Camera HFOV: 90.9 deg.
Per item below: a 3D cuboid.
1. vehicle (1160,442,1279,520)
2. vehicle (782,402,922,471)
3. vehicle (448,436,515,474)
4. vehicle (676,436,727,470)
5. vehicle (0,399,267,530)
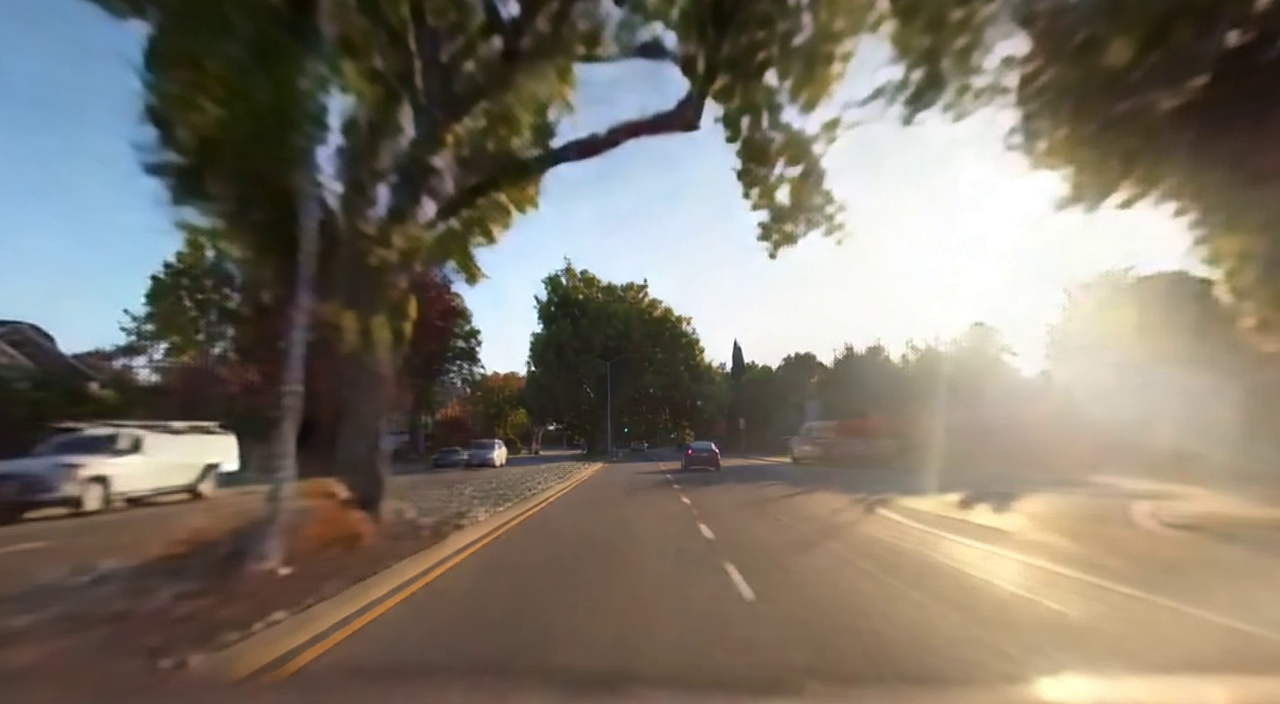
[{"bbox_3d":[17.238,3.220,15.772,2.441,1.895,5.935,6,-10,-37],"label":"vehicle"},{"bbox_3d":[9.337,3.887,28.802,2.331,2.747,6.993,3,-9,-16],"label":"vehicle"},{"bbox_3d":[-7.996,5.216,32.258,2.178,1.761,4.724,0,-8,0],"label":"vehicle"},{"bbox_3d":[2.883,4.825,30.244,1.960,1.479,4.086,0,-8,-1],"label":"vehicle"},{"bbox_3d":[-11.975,2.551,14.968,2.347,2.428,6.149,0,-8,1],"label":"vehicle"}]
